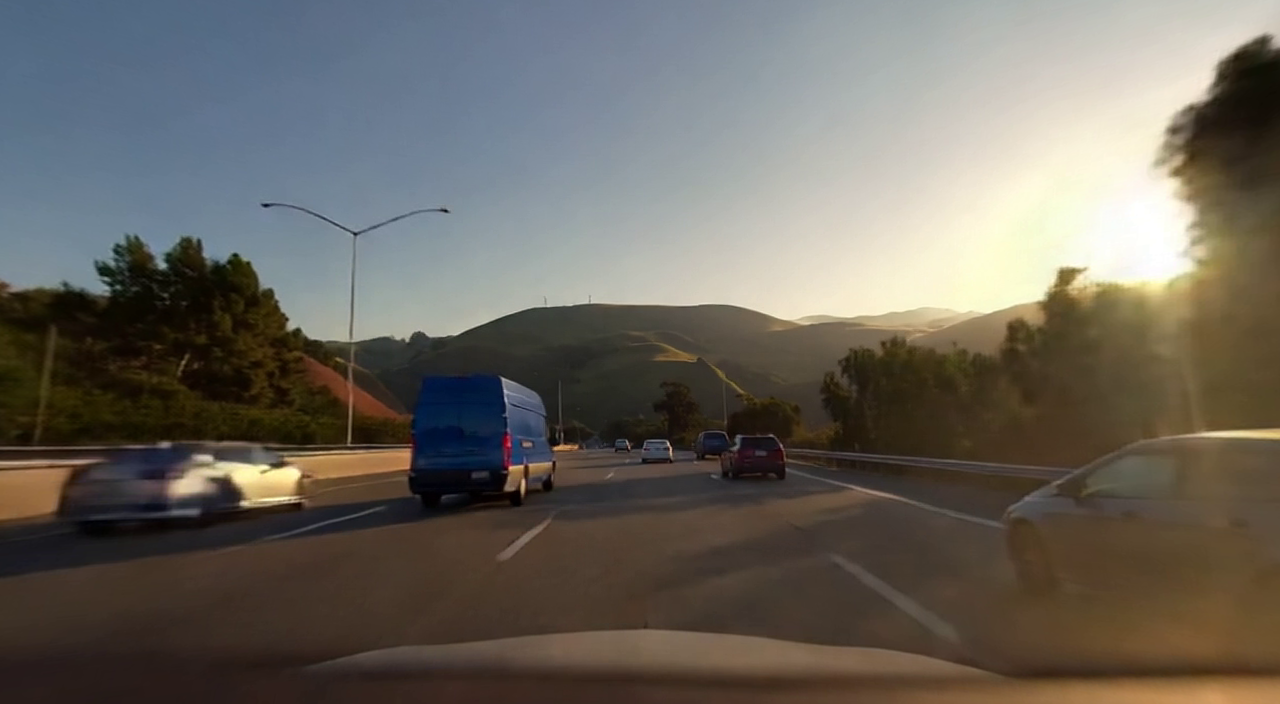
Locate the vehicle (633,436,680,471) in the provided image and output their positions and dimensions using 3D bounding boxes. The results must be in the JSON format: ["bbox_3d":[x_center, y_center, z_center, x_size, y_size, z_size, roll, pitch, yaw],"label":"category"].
[{"bbox_3d":[0.715,4.743,29.670,2.054,1.504,3.890,0,-8,0],"label":"vehicle"}]

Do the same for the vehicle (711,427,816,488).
[{"bbox_3d":[3.693,3.249,19.711,2.270,1.660,4.101,0,-8,-2],"label":"vehicle"}]

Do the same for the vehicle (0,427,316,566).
[{"bbox_3d":[-6.865,1.900,9.087,1.964,1.487,4.417,-1,-8,1],"label":"vehicle"}]

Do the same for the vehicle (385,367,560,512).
[{"bbox_3d":[-3.465,2.031,14.622,2.396,2.664,5.735,-1,-8,1],"label":"vehicle"}]

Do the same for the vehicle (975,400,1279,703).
[{"bbox_3d":[4.193,1.060,3.650,2.050,1.491,4.362,0,-8,-1],"label":"vehicle"}]
